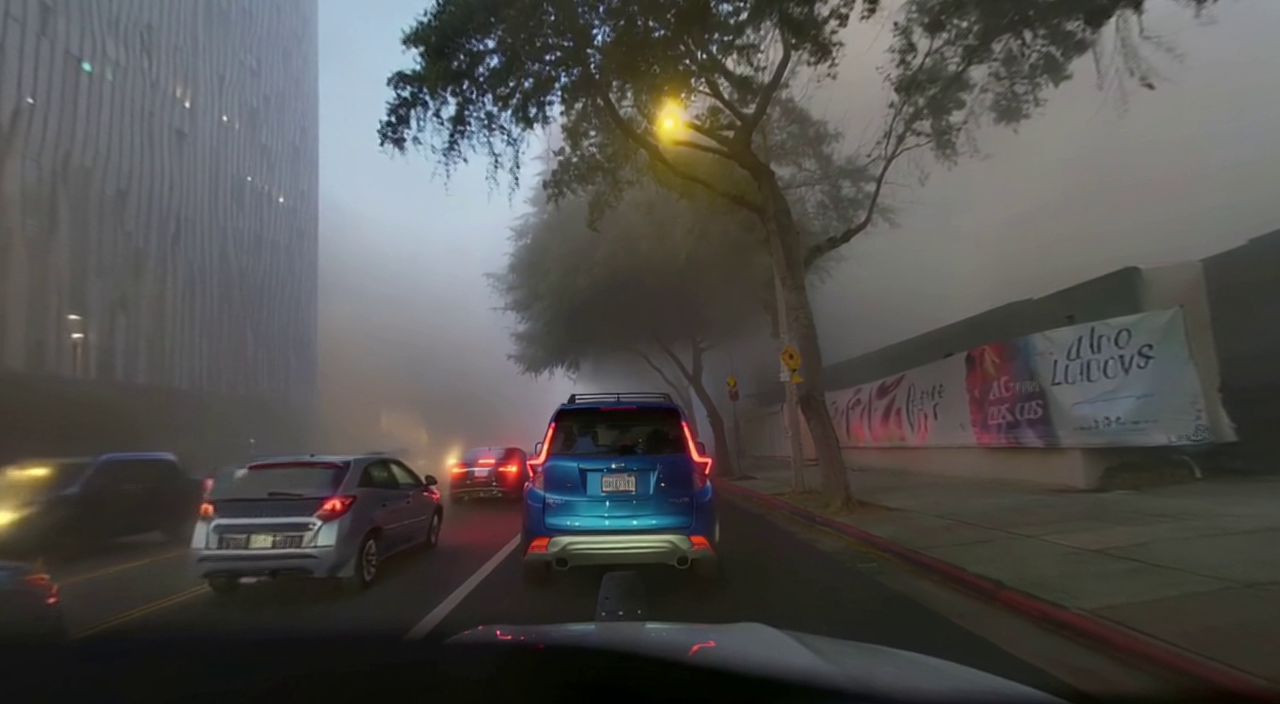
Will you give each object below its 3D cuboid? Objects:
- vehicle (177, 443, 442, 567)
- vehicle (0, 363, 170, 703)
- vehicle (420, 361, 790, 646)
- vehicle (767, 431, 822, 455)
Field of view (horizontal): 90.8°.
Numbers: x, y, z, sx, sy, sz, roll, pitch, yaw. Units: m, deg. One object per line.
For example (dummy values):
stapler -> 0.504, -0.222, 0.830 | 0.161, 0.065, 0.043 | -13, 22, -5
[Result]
vehicle -> -4.656, 2.158, 9.843 | 1.876, 1.448, 4.464 | 0, -8, -2
vehicle -> -3.188, 0.660, 0.727 | 1.971, 1.658, 4.428 | 0, -8, -2
vehicle -> -0.369, 1.343, 6.624 | 2.531, 1.930, 4.382 | 0, -8, -4
vehicle -> 10.217, 6.030, 41.635 | 1.877, 1.416, 3.965 | -8, -12, 39
